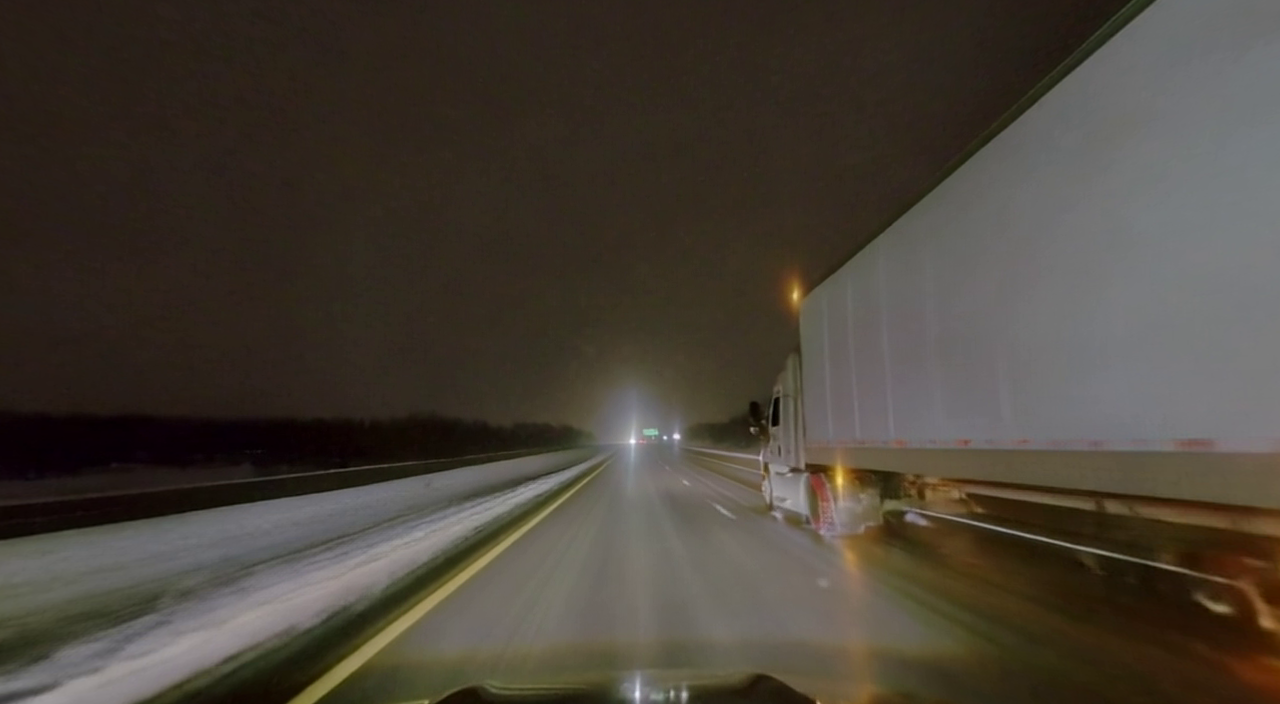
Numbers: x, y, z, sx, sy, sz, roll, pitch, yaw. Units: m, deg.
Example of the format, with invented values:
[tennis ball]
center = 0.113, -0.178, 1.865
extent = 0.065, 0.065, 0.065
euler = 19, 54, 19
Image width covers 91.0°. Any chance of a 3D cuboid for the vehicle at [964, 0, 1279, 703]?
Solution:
[vehicle]
center = 3.458, -0.163, 0.291
extent = 2.702, 3.193, 7.196
euler = -1, -8, 0
